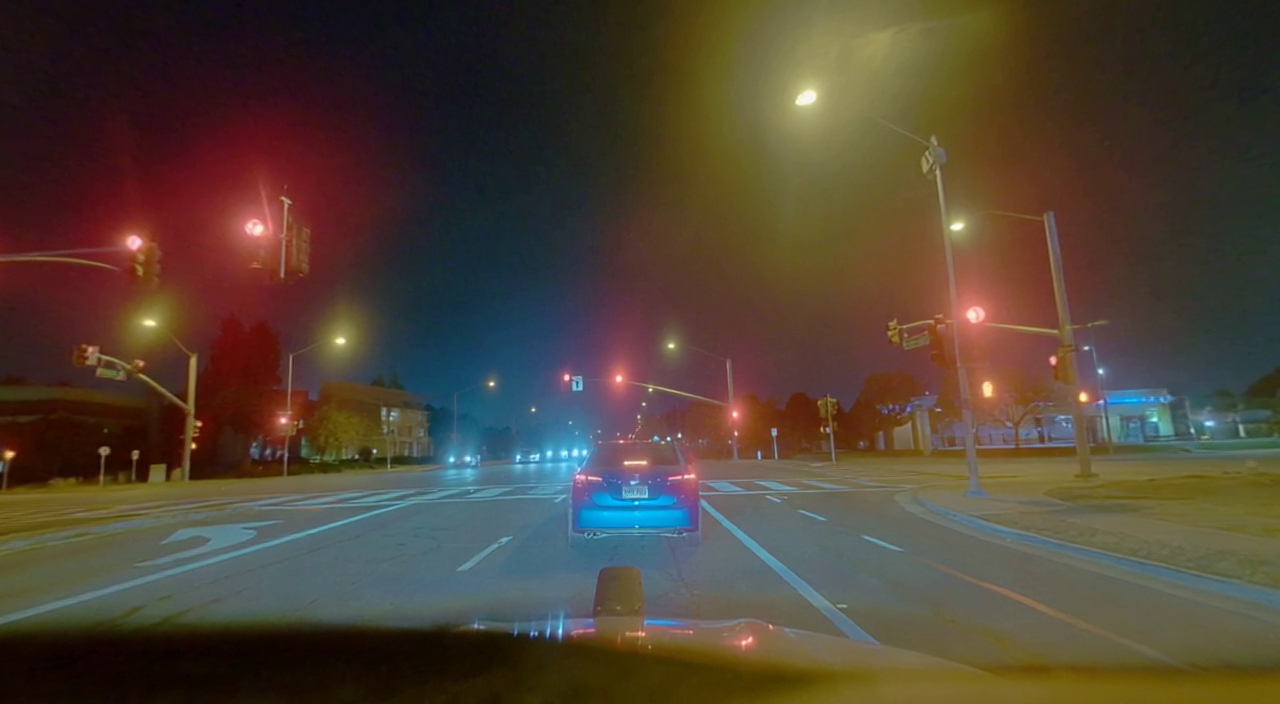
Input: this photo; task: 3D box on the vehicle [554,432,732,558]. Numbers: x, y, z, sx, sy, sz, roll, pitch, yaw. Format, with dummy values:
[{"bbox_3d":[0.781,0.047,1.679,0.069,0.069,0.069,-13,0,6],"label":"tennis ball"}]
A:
[{"bbox_3d":[0.002,1.996,9.520,2.107,1.470,3.974,0,-9,-1],"label":"vehicle"}]
